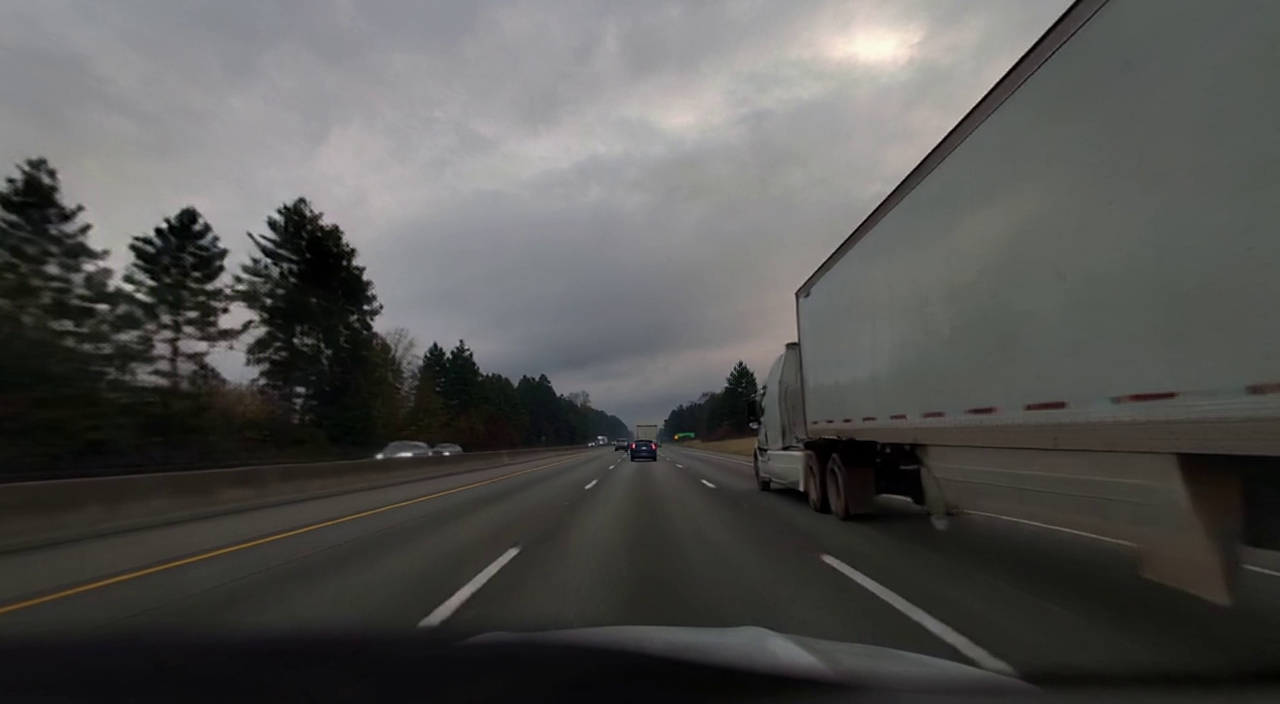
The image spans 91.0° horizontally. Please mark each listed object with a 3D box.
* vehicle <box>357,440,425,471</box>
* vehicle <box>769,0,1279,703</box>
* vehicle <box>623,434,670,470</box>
[{"bbox_3d":[-14.115,5.878,35.932,2.004,1.635,4.411,0,-8,1],"label":"vehicle"},{"bbox_3d":[4.097,0.006,5.209,3.005,4.131,14.221,0,-8,0],"label":"vehicle"},{"bbox_3d":[0.407,4.934,31.227,2.139,1.607,4.034,-1,-8,4],"label":"vehicle"}]
